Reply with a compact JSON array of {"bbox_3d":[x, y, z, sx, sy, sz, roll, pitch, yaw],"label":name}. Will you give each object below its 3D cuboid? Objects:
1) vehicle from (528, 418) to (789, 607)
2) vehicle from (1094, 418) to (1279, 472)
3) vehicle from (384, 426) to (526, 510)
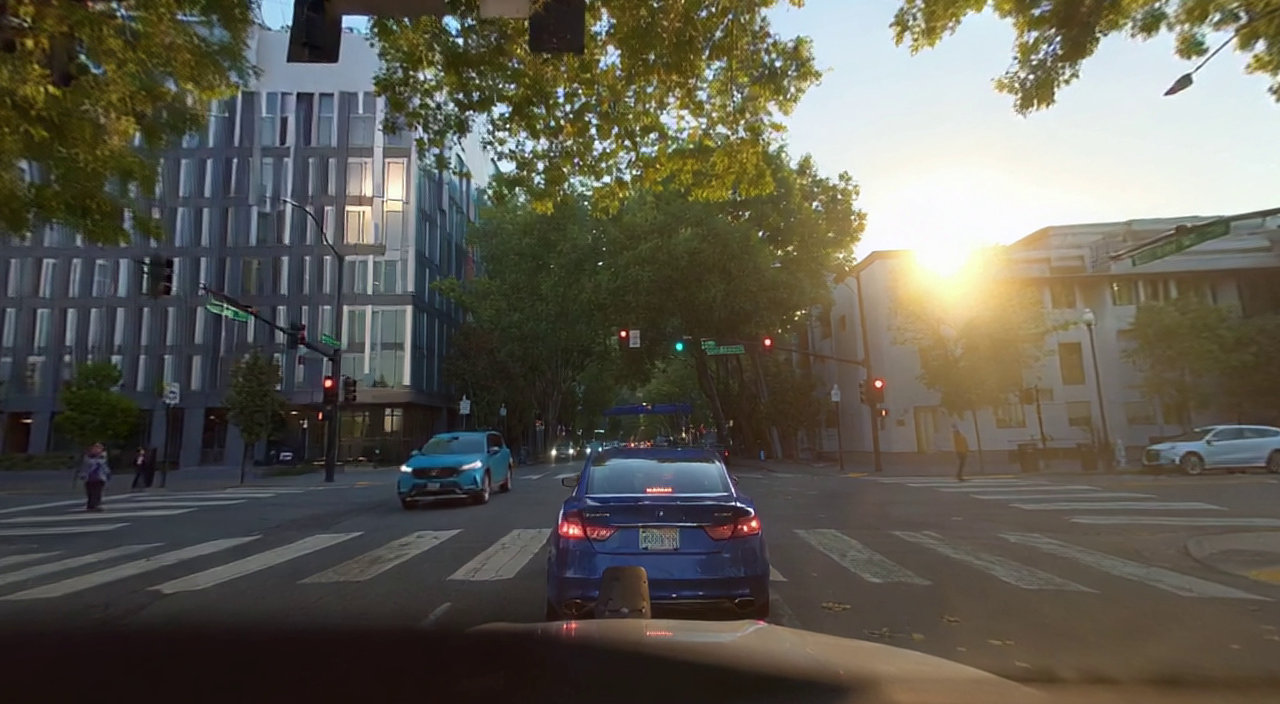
[{"bbox_3d":[-0.139,1.653,7.492,1.893,1.532,4.145,2,-9,-16],"label":"vehicle"},{"bbox_3d":[19.135,3.266,22.220,4.675,1.772,1.945,0,-8,0],"label":"vehicle"},{"bbox_3d":[-4.329,2.791,15.659,2.006,1.756,4.599,0,-8,1],"label":"vehicle"}]
